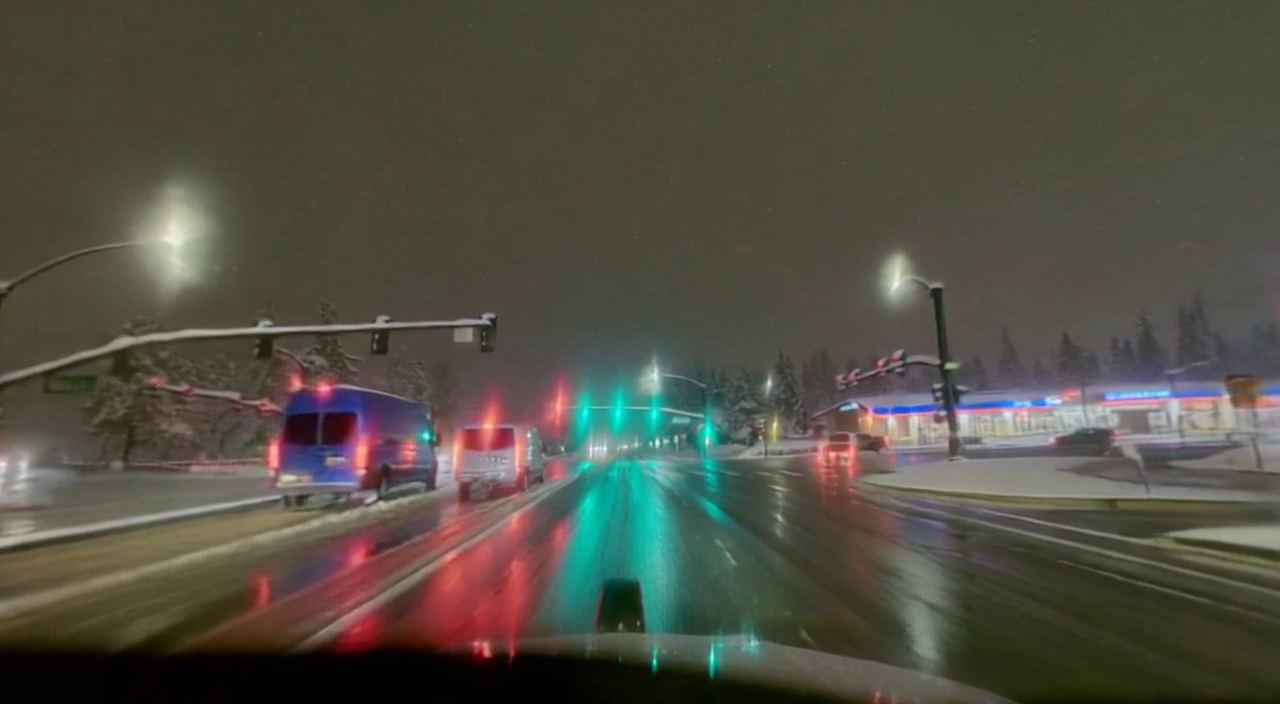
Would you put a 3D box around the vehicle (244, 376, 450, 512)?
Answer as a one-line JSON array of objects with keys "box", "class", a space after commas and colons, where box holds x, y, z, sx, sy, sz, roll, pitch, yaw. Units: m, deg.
[{"box": [-6.691, 2.228, 15.453, 2.405, 2.696, 5.561, 0, -8, -1], "class": "vehicle"}]

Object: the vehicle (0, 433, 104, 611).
[{"box": [-6.399, 1.227, 3.908, 1.993, 1.490, 4.768, 0, -8, 0], "class": "vehicle"}]

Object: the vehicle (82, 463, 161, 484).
[{"box": [-39.081, 9.129, 47.694, 4.378, 1.467, 1.812, 0, -8, 2], "class": "vehicle"}]

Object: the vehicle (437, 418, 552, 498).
[{"box": [-4.037, 3.060, 18.609, 2.206, 2.007, 5.190, 0, -8, -1], "class": "vehicle"}]
